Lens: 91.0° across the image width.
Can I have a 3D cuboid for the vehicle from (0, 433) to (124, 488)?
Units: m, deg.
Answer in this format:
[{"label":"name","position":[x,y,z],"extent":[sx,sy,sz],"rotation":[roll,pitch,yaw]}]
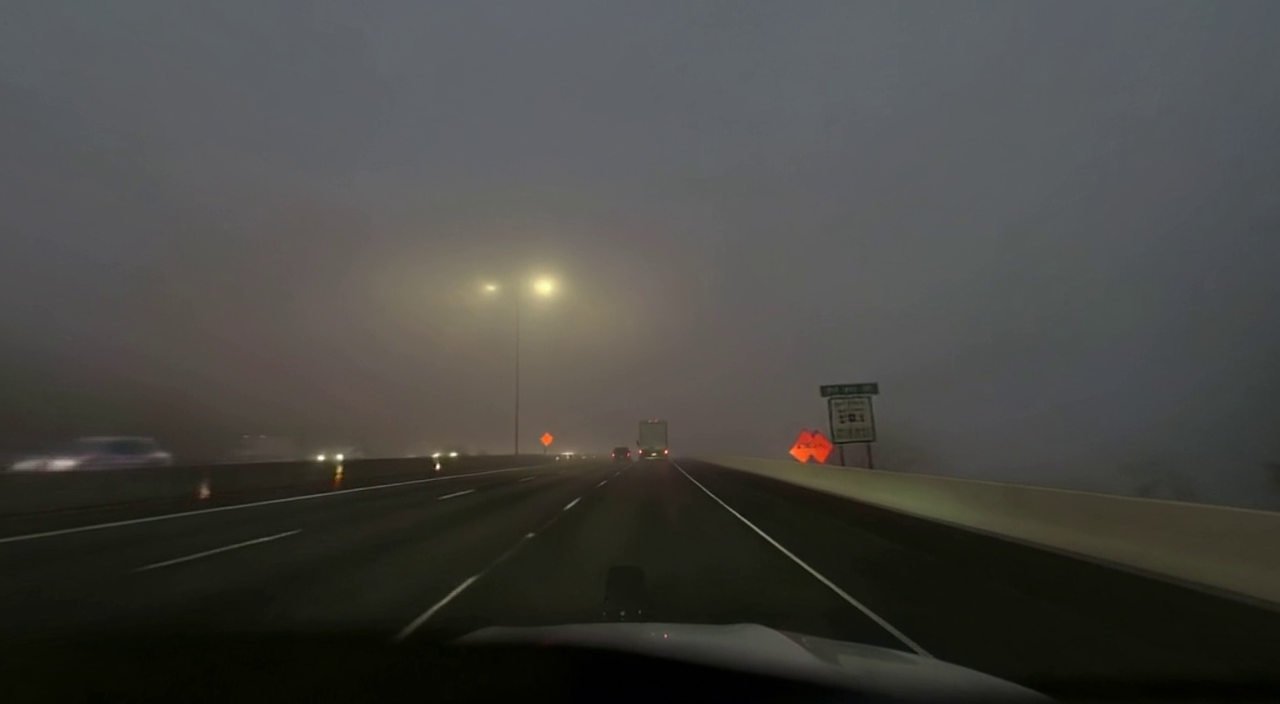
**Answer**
[{"label":"vehicle","position":[-19.786,3.449,20.160],"extent":[2.134,1.595,5.049],"rotation":[0,-9,1]}]
